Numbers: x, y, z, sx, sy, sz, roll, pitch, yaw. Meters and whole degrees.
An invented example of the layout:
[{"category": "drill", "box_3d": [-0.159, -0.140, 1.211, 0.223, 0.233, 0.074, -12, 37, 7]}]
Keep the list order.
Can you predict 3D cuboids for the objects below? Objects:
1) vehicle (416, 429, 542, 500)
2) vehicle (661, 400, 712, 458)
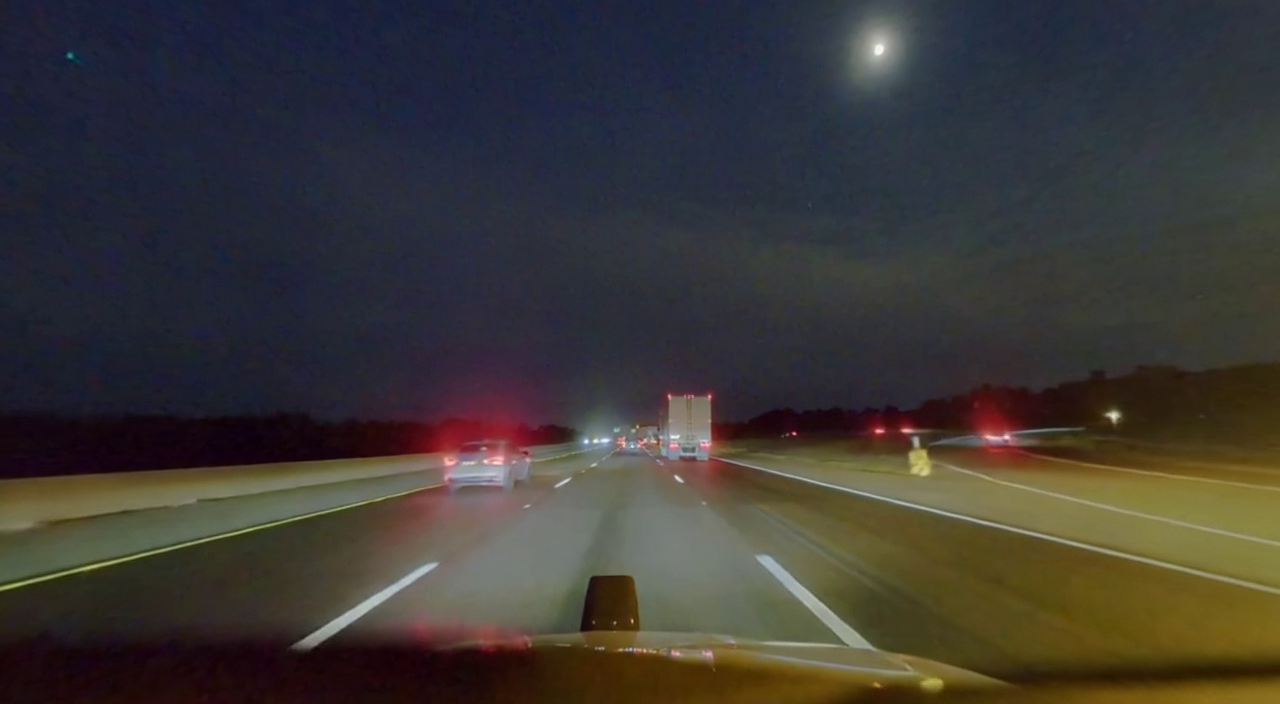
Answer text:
[{"category": "vehicle", "box_3d": [-3.909, 2.807, 16.150, 2.111, 1.536, 4.270, 0, -8, 0]}, {"category": "vehicle", "box_3d": [3.425, 6.110, 49.230, 2.997, 3.983, 10.860, 0, -8, -1]}]
